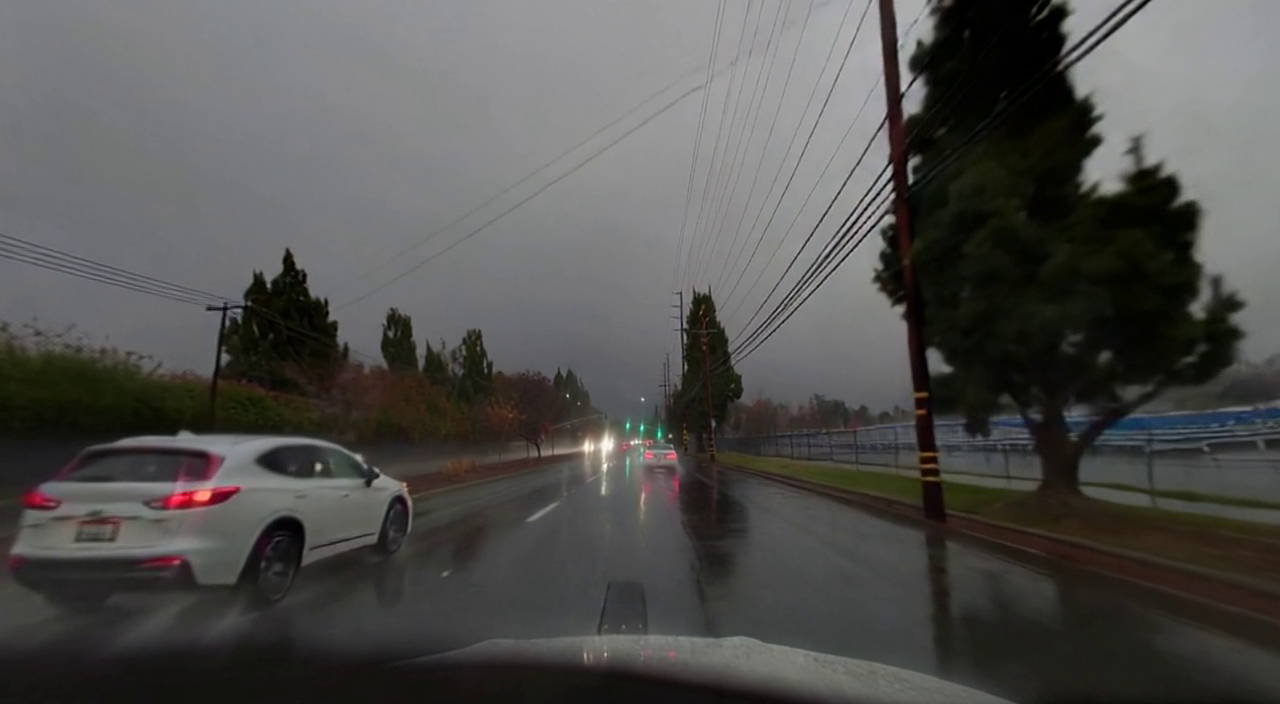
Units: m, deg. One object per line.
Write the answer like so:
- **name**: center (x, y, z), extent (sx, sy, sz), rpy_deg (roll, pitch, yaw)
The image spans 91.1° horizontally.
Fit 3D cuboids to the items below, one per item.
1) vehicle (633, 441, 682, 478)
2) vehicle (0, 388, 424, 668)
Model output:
- **vehicle**: center (0.764, 4.770, 28.178), extent (2.059, 1.486, 3.980), rpy_deg (-1, -8, 1)
- **vehicle**: center (-3.872, 1.392, 6.089), extent (1.950, 1.692, 4.397), rpy_deg (0, -8, 0)
